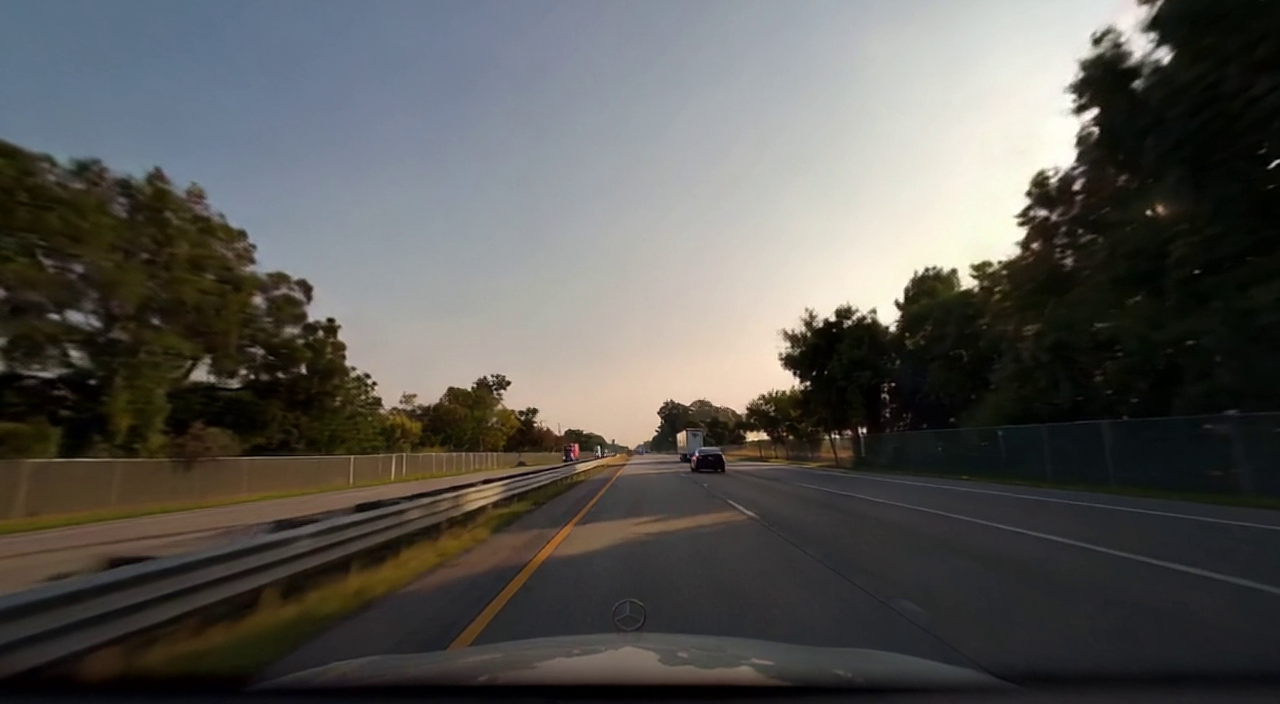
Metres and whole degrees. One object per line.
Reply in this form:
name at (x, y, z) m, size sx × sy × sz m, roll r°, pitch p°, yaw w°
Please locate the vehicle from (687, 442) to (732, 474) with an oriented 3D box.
vehicle at (3.990, 6.222, 36.999) m, size 2.093 × 1.742 × 4.167 m, roll 0°, pitch -9°, yaw -1°
